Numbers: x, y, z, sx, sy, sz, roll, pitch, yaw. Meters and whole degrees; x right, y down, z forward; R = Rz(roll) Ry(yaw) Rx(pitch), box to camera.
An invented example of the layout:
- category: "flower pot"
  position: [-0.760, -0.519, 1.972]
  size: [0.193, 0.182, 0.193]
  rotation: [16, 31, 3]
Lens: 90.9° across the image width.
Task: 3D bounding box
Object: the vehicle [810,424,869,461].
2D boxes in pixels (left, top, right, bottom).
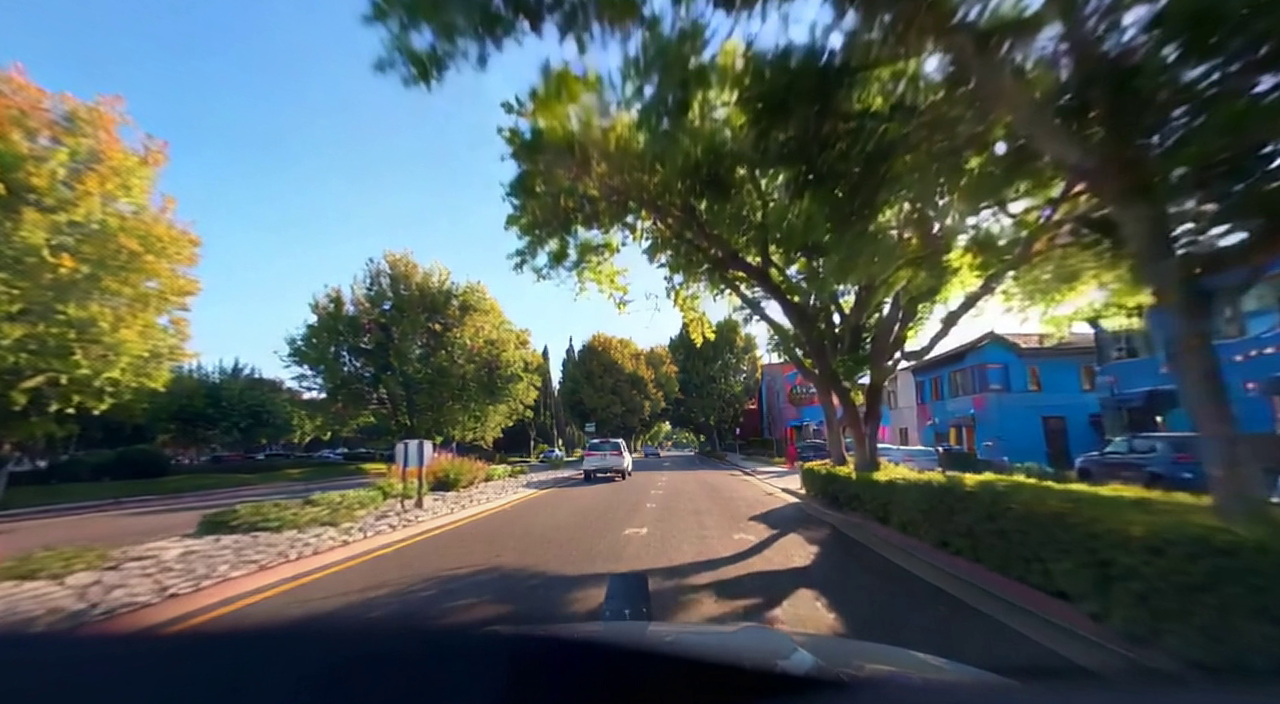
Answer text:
- category: "vehicle"
  position: [14.020, 6.446, 44.885]
  size: [2.507, 2.441, 6.959]
  rotation: [-1, -8, 5]

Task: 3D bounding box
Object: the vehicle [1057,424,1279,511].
- category: "vehicle"
  position: [12.108, 2.612, 14.848]
  size: [1.887, 1.722, 4.285]
  rotation: [0, -8, 5]

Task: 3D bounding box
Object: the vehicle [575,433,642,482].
- category: "vehicle"
  position: [-1.126, 4.031, 24.486]
  size: [2.129, 1.713, 4.314]
  rotation: [0, -8, 3]

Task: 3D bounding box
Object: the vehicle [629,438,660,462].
- category: "vehicle"
  position: [0.402, 7.700, 49.638]
  size: [2.166, 1.769, 4.162]
  rotation: [0, -8, 4]

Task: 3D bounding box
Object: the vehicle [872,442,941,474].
- category: "vehicle"
  position: [13.417, 5.357, 32.063]
  size: [1.852, 1.457, 4.351]
  rotation: [0, -8, 4]
